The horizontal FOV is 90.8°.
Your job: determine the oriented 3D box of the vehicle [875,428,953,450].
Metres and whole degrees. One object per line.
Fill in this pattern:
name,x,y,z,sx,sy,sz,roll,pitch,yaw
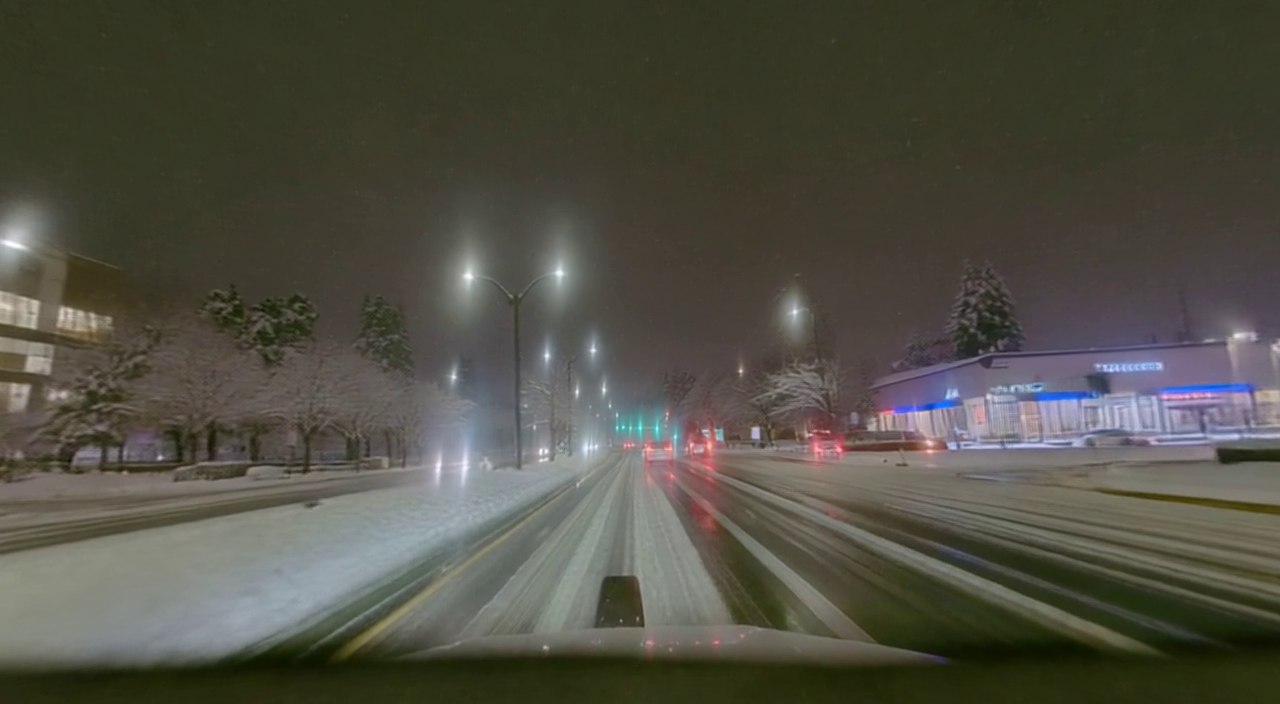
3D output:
vehicle,19.723,6.298,45.619,4.619,1.447,2.054,0,-8,-1

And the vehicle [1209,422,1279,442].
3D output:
vehicle,47.136,6.216,48.903,1.822,1.462,4.473,-3,-8,-3

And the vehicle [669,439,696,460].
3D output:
vehicle,3.086,7.191,46.537,1.685,1.441,3.795,0,-8,-1

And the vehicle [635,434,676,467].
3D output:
vehicle,0.884,5.363,34.484,2.100,1.683,4.231,-1,-8,2
